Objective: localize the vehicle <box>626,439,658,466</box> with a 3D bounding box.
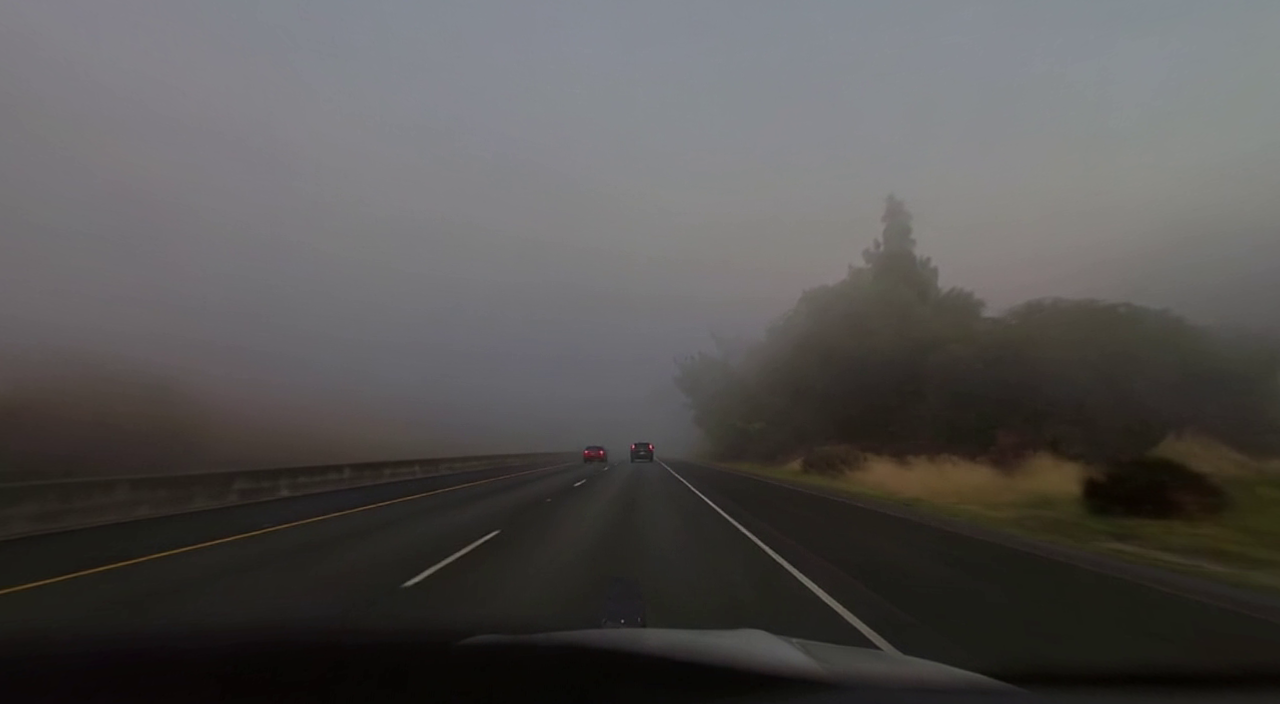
[{"bbox_3d":[0.106,6.963,43.752,2.126,1.786,3.958,0,-9,0],"label":"vehicle"}]
